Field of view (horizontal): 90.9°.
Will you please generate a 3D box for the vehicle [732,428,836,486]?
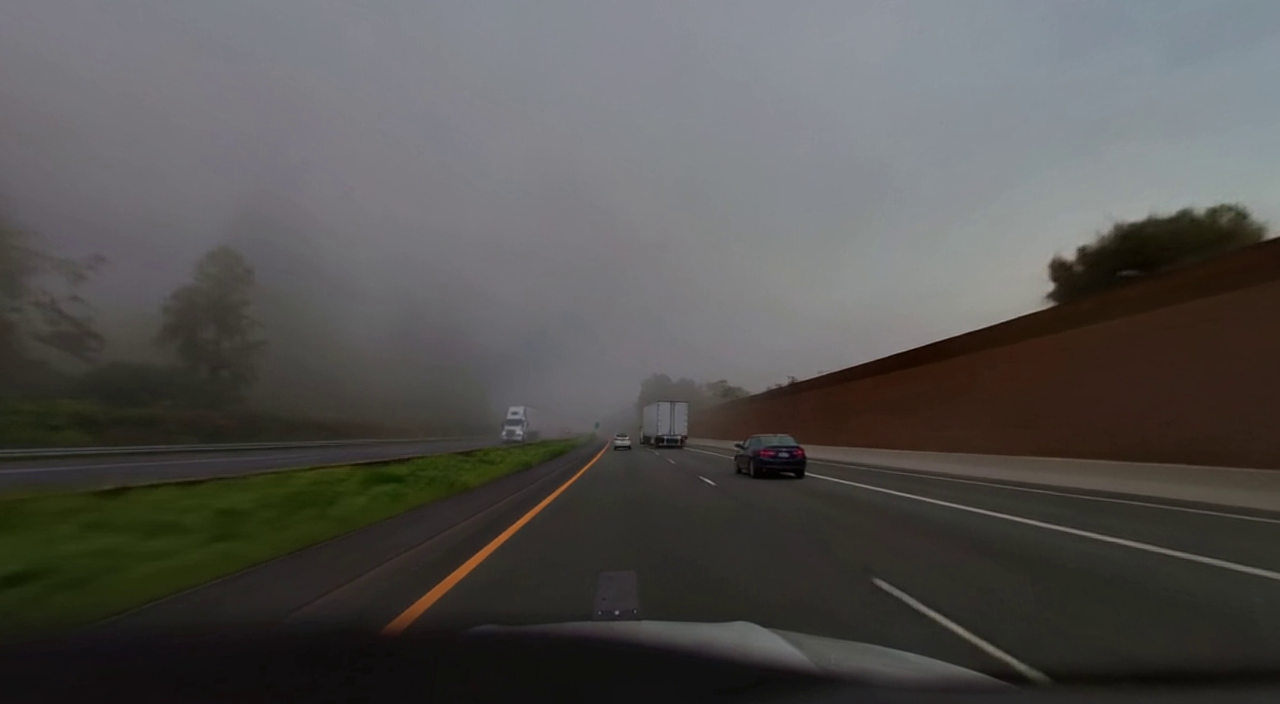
[{"bbox_3d":[3.949,2.923,18.020,1.813,1.454,4.197,0,-7,-2],"label":"vehicle"}]
